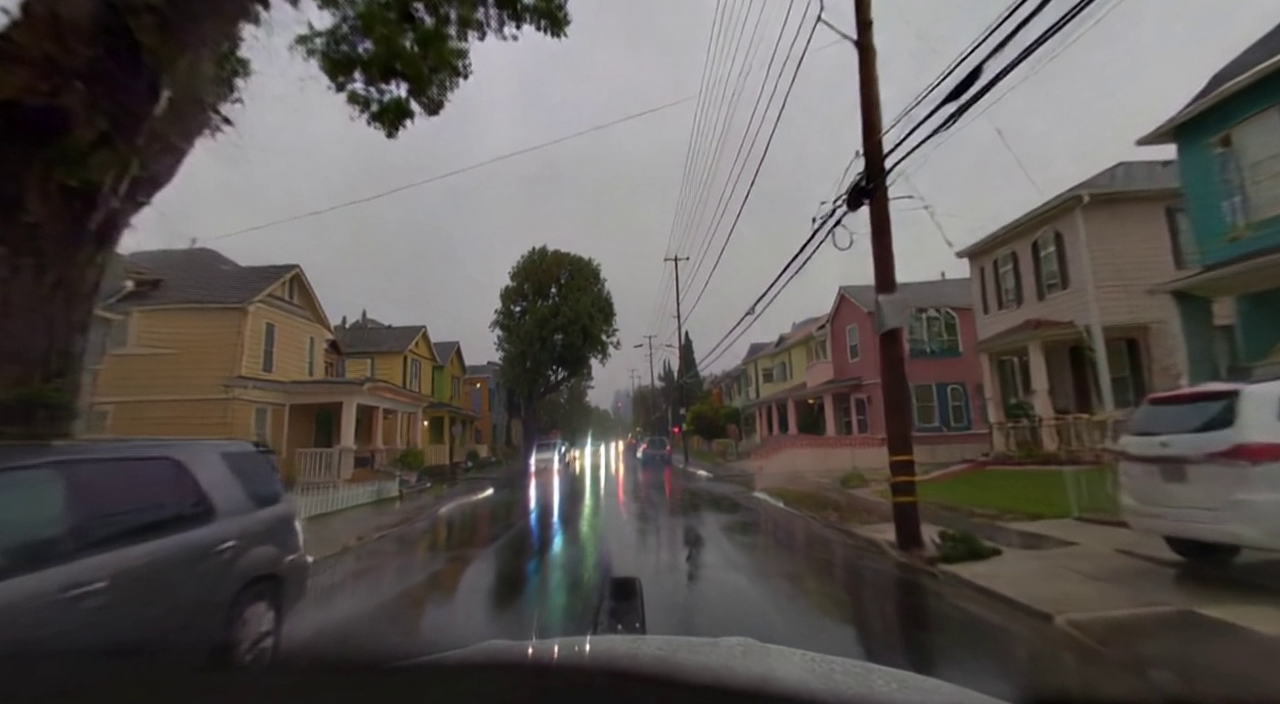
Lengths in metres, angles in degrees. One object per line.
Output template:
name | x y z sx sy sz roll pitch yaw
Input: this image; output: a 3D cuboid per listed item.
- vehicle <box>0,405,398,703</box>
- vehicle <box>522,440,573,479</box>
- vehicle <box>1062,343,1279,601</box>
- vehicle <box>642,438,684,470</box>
vehicle | -3.318 1.303 3.303 2.204 1.655 4.813 -8 -7 -2
vehicle | -4.728 5.515 32.790 2.082 1.759 4.541 -2 -8 -2
vehicle | 7.868 1.163 6.639 5.274 2.170 2.205 0 -9 -4
vehicle | 1.379 6.440 40.209 2.129 1.873 4.471 0 -8 -4
